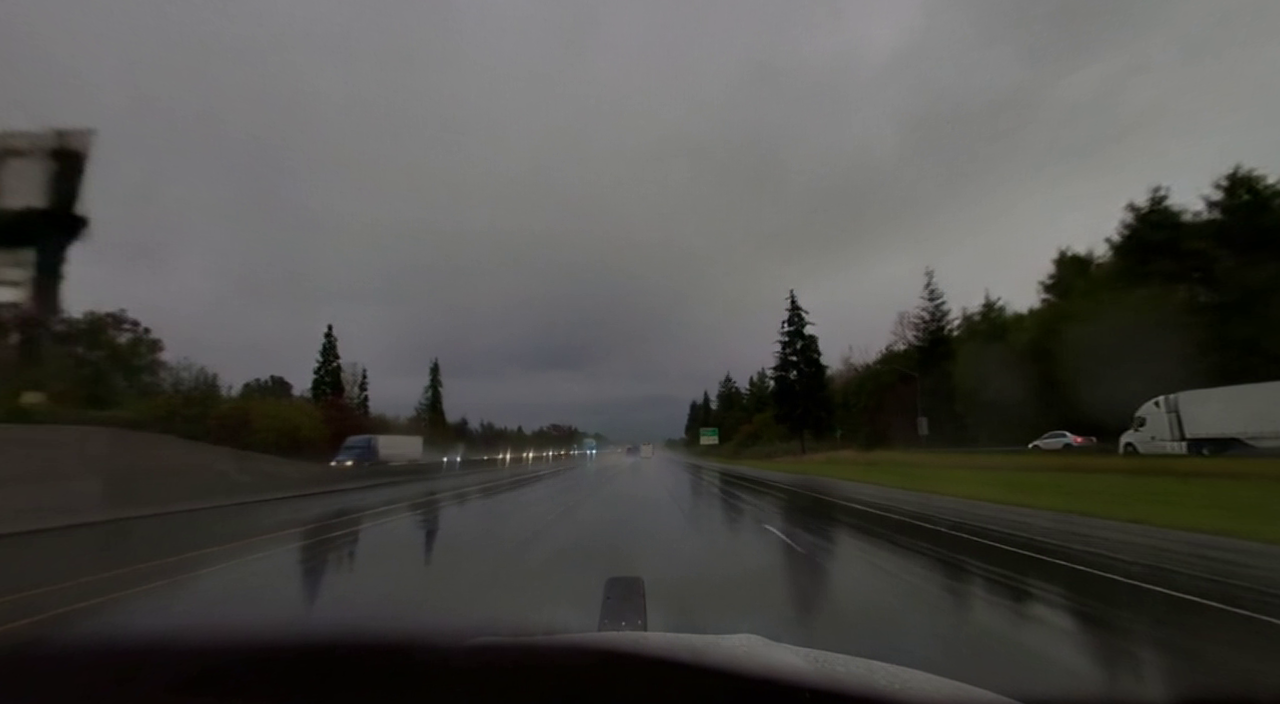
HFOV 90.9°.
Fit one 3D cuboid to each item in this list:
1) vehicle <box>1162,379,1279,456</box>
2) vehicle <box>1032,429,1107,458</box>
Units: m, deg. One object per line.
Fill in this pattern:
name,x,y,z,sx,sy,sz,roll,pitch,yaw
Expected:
vehicle,35.368,3.368,32.771,2.876,4.046,13.881,1,-9,-9
vehicle,29.046,6.243,42.750,2.038,1.823,3.744,1,-9,-9
